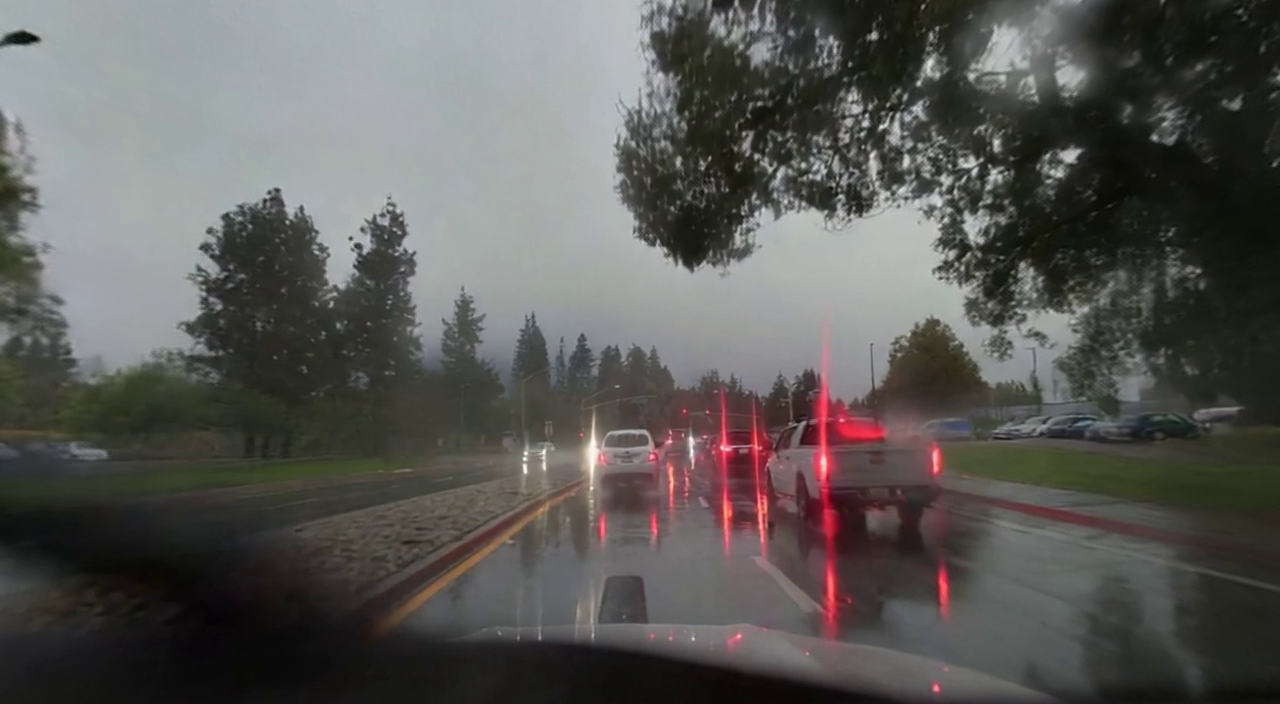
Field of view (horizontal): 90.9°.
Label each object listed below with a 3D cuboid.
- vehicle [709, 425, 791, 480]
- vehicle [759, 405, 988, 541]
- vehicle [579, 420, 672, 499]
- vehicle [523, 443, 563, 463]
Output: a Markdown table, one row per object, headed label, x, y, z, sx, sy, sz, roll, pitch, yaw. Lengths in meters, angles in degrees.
| label | x | y | z | sx | sy | sz | roll | pitch | yaw |
| --- | --- | --- | --- | --- | --- | --- | --- | --- | --- |
| vehicle | 4.032 | 3.838 | 24.367 | 2.317 | 1.857 | 5.940 | 0 | -8 | 2 |
| vehicle | 3.493 | 1.917 | 10.627 | 2.114 | 1.765 | 4.647 | 0 | -8 | 1 |
| vehicle | -0.237 | 2.746 | 16.451 | 2.113 | 1.768 | 3.901 | 0 | -8 | 3 |
| vehicle | -7.582 | 7.930 | 49.745 | 1.953 | 1.476 | 4.747 | -1 | -8 | 6 |
